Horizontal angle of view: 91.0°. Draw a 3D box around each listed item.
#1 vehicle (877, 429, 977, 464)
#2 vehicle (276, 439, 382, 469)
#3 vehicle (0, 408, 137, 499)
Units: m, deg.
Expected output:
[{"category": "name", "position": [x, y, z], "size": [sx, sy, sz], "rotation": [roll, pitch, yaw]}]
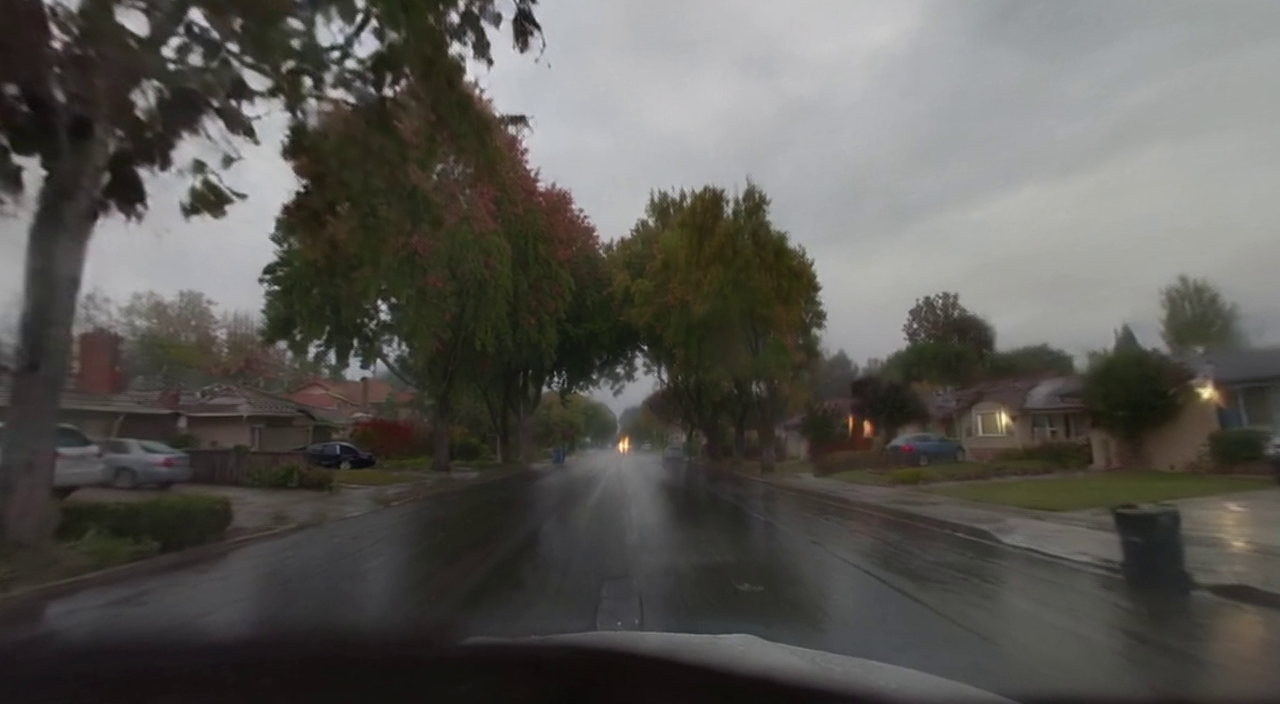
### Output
[{"category": "vehicle", "position": [15.109, 4.976, 33.162], "size": [4.468, 1.728, 2.135], "rotation": [3, -9, -20]}, {"category": "vehicle", "position": [-15.974, 5.246, 32.504], "size": [4.351, 1.474, 2.015], "rotation": [0, -9, -2]}, {"category": "vehicle", "position": [-15.629, 2.420, 15.078], "size": [2.575, 2.031, 5.155], "rotation": [-8, -11, 44]}]
